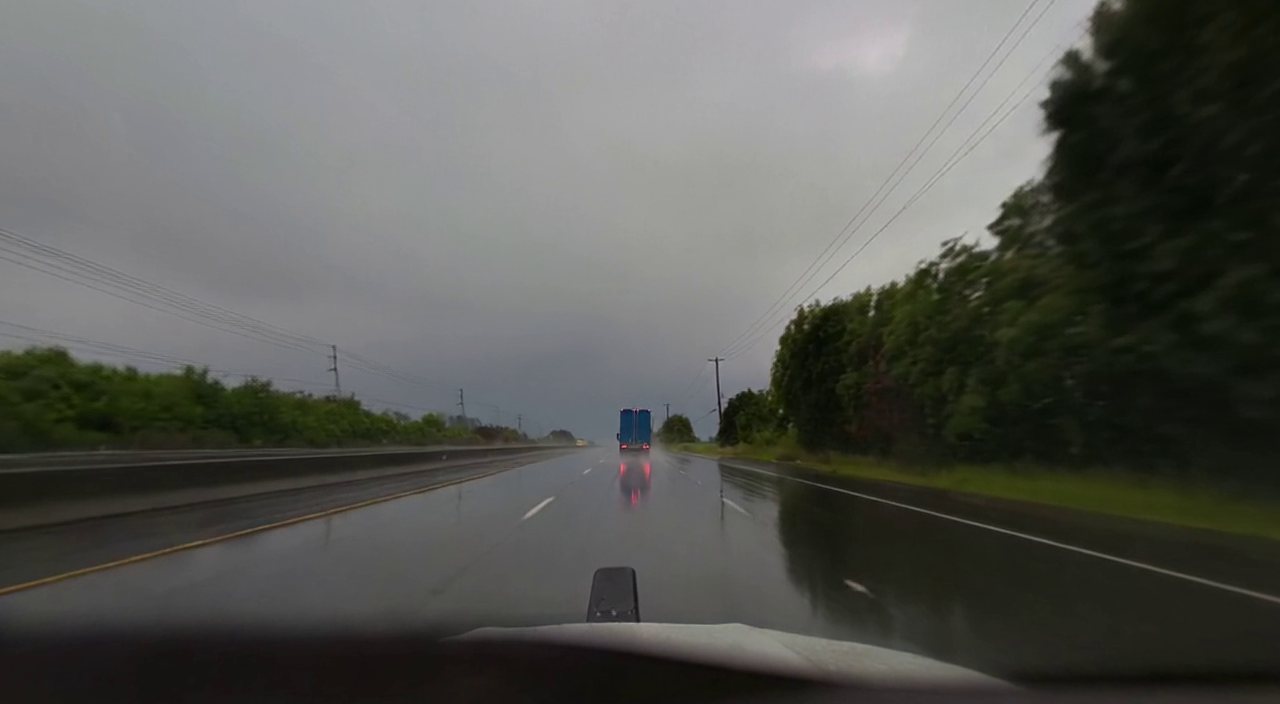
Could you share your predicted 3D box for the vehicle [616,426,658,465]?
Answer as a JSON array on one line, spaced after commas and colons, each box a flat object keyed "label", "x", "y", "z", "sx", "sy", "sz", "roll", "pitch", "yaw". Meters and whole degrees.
[{"label": "vehicle", "x": -0.248, "y": 5.388, "z": 36.387, "sx": 2.240, "sy": 2.129, "sz": 4.480, "roll": 0, "pitch": -8, "yaw": -2}]
